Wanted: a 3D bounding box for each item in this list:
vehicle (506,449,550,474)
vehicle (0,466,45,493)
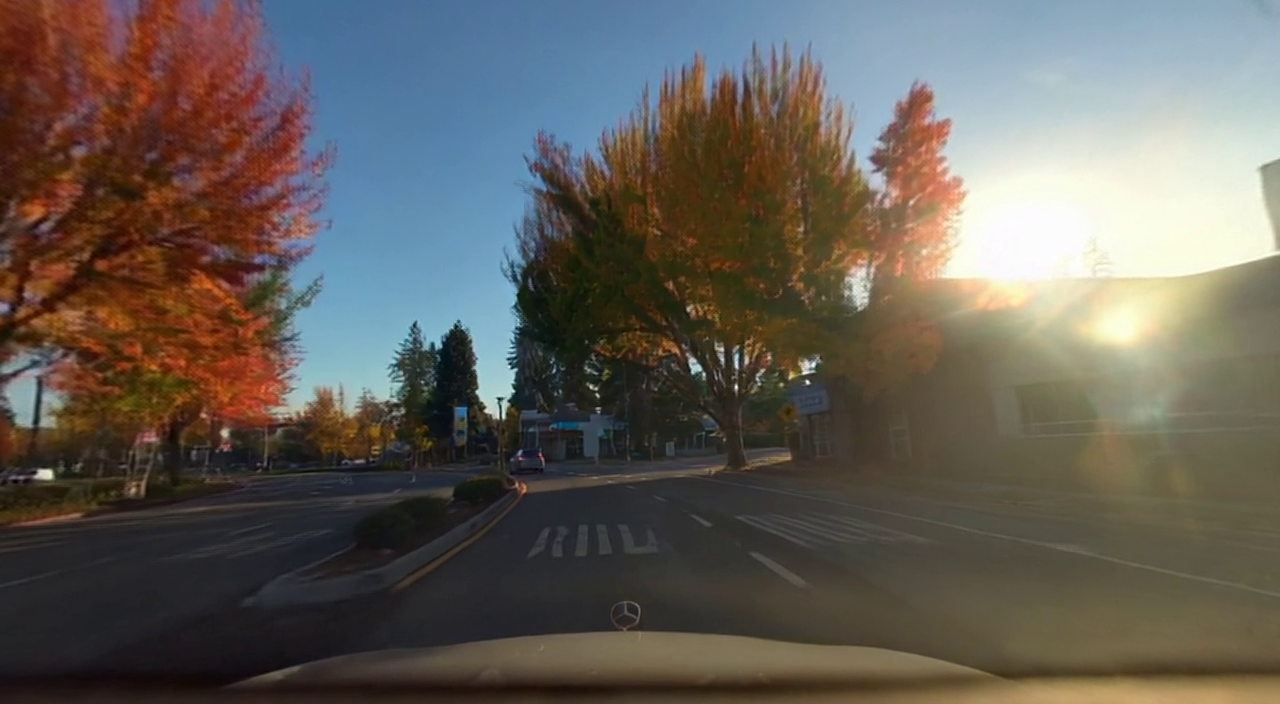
[{"bbox_3d":[-7.421,7.165,41.443,2.018,1.512,4.304,3,-10,-21],"label":"vehicle"},{"bbox_3d":[-48.853,9.831,48.869,1.992,1.906,4.724,3,-10,-21],"label":"vehicle"}]
